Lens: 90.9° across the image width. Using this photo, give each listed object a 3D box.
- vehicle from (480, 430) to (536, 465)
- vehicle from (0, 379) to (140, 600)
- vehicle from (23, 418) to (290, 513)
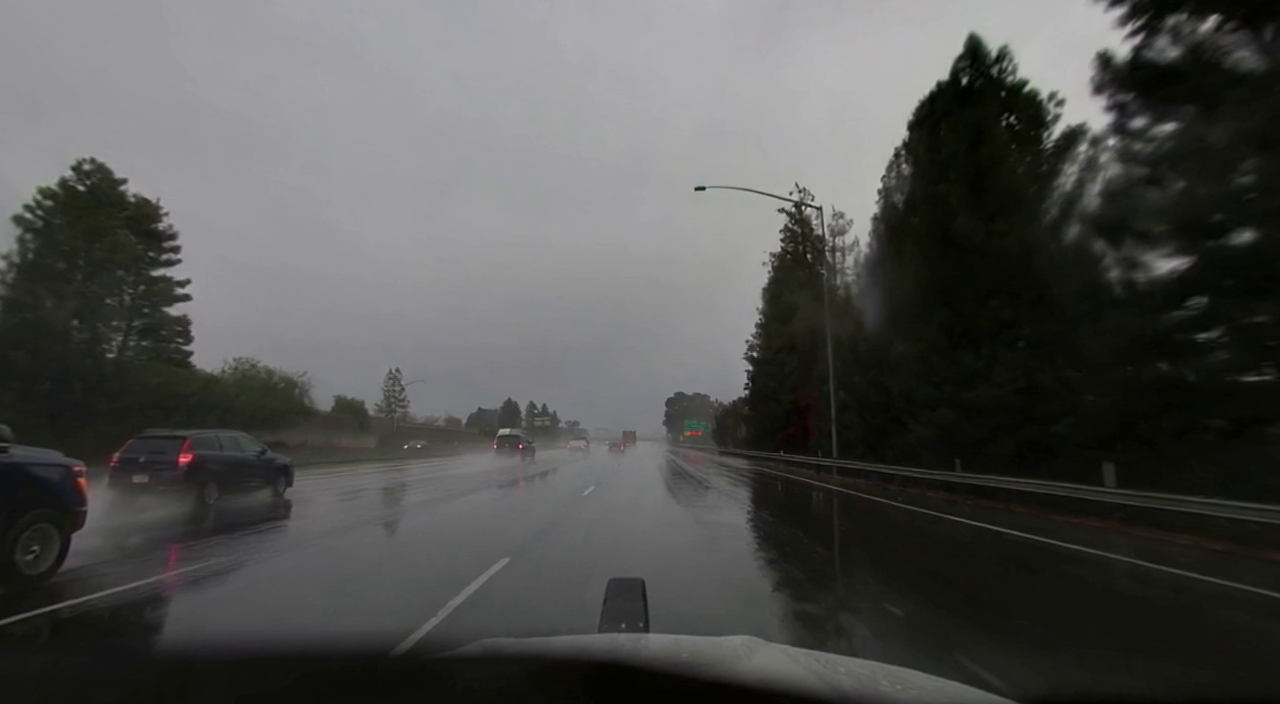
[{"bbox_3d":[-6.880,5.029,33.313,2.009,1.735,4.358,0,-8,0],"label":"vehicle"},{"bbox_3d":[-6.401,0.855,3.307,2.403,1.773,6.276,0,-8,0],"label":"vehicle"},{"bbox_3d":[-9.824,2.336,13.440,2.060,1.662,4.469,0,-8,1],"label":"vehicle"}]
